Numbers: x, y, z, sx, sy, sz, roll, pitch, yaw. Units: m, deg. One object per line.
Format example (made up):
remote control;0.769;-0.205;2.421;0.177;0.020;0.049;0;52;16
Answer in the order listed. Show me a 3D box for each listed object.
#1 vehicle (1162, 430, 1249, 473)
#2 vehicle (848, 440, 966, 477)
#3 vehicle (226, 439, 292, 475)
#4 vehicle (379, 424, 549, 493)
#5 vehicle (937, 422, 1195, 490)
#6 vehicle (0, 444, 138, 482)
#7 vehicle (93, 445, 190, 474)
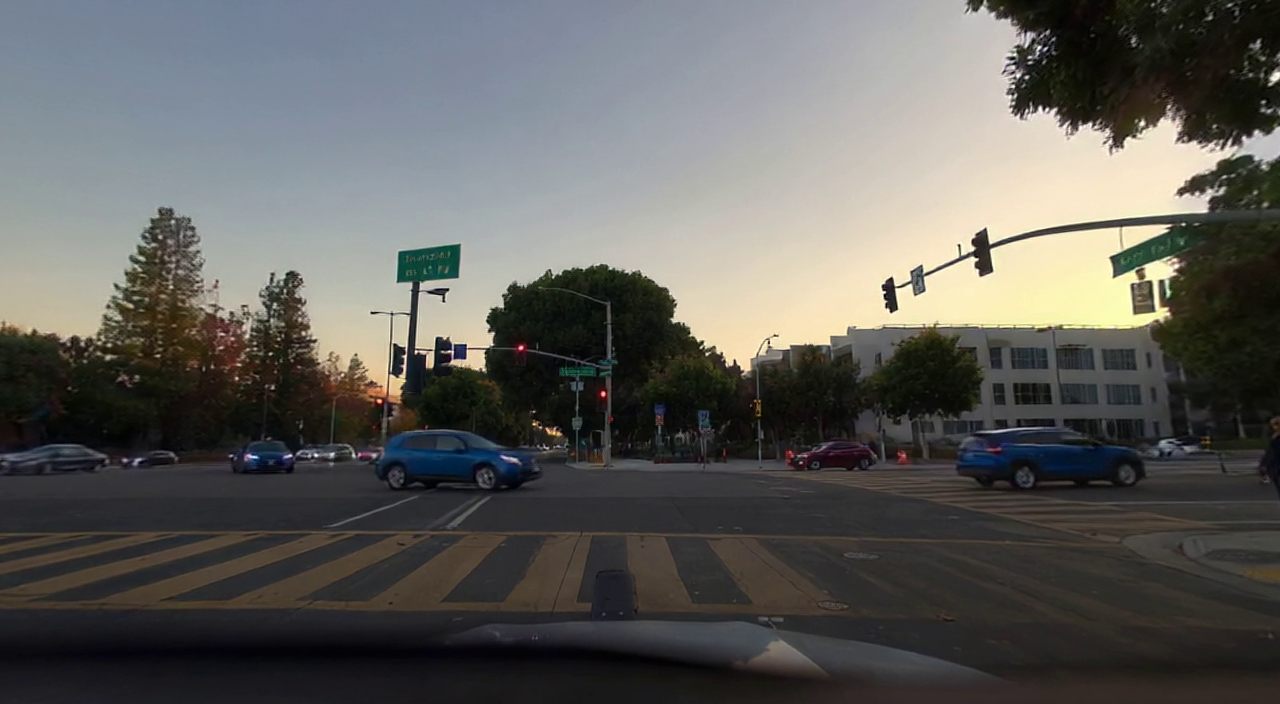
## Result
vehicle;24.803;4.362;27.892;2.156;1.719;4.780;-6;-10;34
vehicle;11.614;4.628;27.578;4.317;1.491;1.896;1;-8;-10
vehicle;-17.595;4.836;29.368;2.007;1.540;4.312;3;-9;-23
vehicle;-5.171;3.096;18.637;4.509;1.821;2.066;-4;-9;24
vehicle;12.325;3.004;18.482;6.196;1.777;2.457;2;-9;-11
vehicle;-23.351;4.531;26.071;2.099;1.407;3.941;0;-8;-3
vehicle;-27.349;5.859;34.854;1.881;1.469;4.415;0;-8;-3
